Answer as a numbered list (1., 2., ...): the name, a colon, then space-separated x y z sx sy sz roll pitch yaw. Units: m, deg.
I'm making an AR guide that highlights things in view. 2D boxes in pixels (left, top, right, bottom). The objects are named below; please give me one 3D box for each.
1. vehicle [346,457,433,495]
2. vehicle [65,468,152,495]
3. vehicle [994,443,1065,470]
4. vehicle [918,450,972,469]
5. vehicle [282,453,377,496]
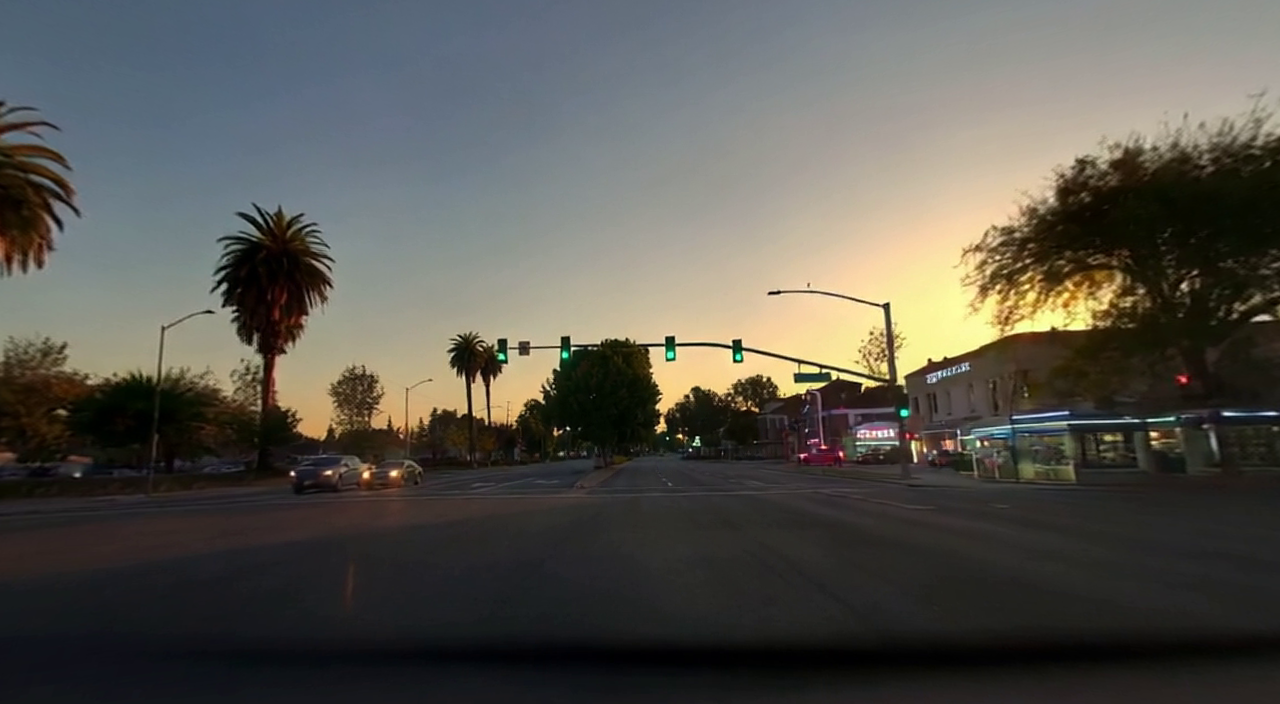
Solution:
1. vehicle: -11.156 5.528 28.537 2.019 1.434 4.622 0 -8 0
2. vehicle: -35.118 8.556 41.939 1.906 1.528 4.535 0 -8 -2
3. vehicle: 24.628 6.630 39.992 3.381 1.424 2.059 1 -12 -23
4. vehicle: 22.754 7.994 47.119 3.280 1.344 1.518 2 -9 -12
5. vehicle: -14.448 5.681 29.754 1.976 1.758 4.986 0 -8 -1
